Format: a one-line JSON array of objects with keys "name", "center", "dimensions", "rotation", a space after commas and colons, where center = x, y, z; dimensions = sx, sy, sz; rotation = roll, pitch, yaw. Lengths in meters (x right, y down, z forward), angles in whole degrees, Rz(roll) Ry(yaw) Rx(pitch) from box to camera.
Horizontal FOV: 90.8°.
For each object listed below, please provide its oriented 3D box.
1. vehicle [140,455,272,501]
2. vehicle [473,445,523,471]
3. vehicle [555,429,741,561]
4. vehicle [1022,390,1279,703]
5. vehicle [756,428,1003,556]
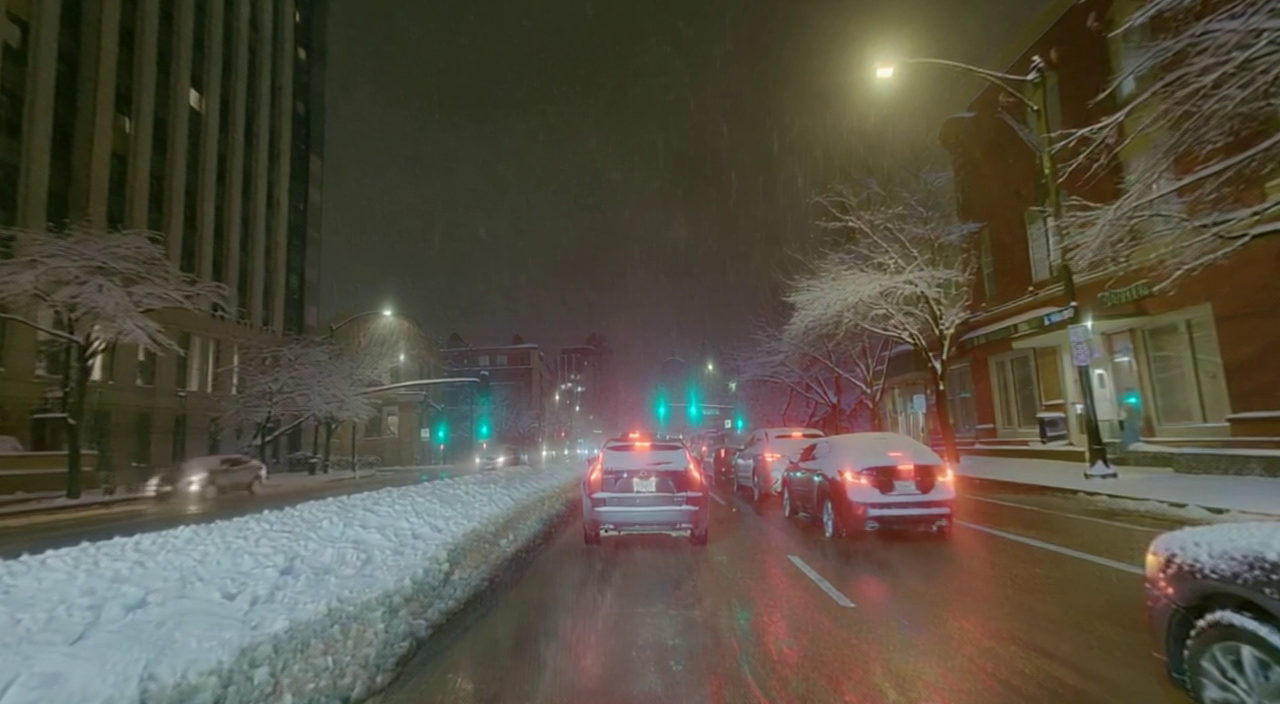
[{"name": "vehicle", "center": [-16.190, 4.693, 23.922], "dimensions": [1.848, 1.447, 4.501], "rotation": [0, -8, -1]}, {"name": "vehicle", "center": [-9.079, 6.812, 40.843], "dimensions": [2.000, 1.519, 4.964], "rotation": [0, -8, 1]}, {"name": "vehicle", "center": [0.057, 1.926, 9.281], "dimensions": [2.105, 1.474, 4.127], "rotation": [0, -8, -1]}, {"name": "vehicle", "center": [3.219, 0.749, 1.296], "dimensions": [1.982, 1.491, 4.664], "rotation": [0, -8, 1]}, {"name": "vehicle", "center": [3.256, 1.992, 9.792], "dimensions": [1.995, 1.483, 4.533], "rotation": [0, -8, -1]}]
